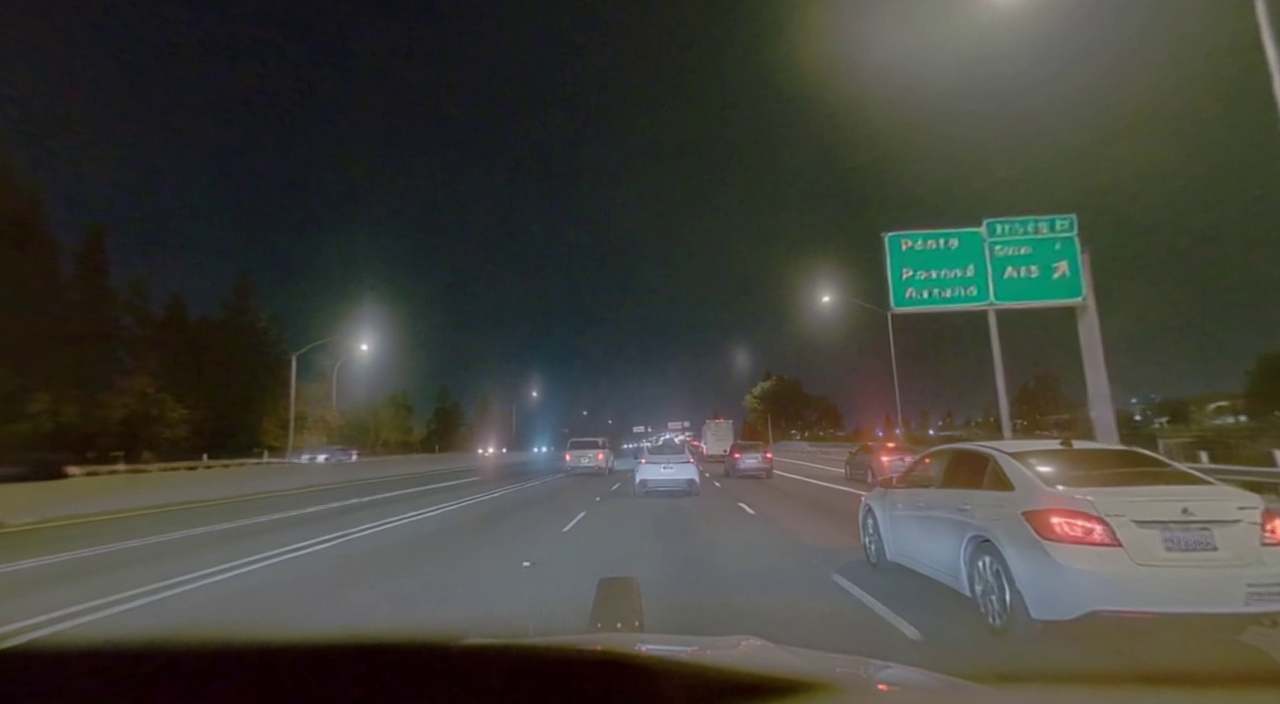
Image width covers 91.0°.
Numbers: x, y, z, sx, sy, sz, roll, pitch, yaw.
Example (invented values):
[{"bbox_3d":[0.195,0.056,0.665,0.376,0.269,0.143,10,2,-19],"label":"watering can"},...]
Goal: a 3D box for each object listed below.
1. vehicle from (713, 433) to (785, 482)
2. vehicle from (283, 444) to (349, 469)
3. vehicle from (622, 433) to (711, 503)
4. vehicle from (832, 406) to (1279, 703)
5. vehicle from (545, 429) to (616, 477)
[{"bbox_3d":[4.061,4.028,24.166,2.076,1.684,4.241,0,-9,1],"label":"vehicle"},{"bbox_3d":[-21.805,7.054,42.565,1.886,1.571,4.375,-1,-9,4],"label":"vehicle"},{"bbox_3d":[0.679,3.000,16.638,2.074,1.614,3.803,0,-9,2],"label":"vehicle"},{"bbox_3d":[3.188,1.319,4.853,2.009,1.489,4.559,0,-9,0],"label":"vehicle"},{"bbox_3d":[-2.546,4.561,28.551,2.434,1.965,5.305,0,-9,3],"label":"vehicle"}]
